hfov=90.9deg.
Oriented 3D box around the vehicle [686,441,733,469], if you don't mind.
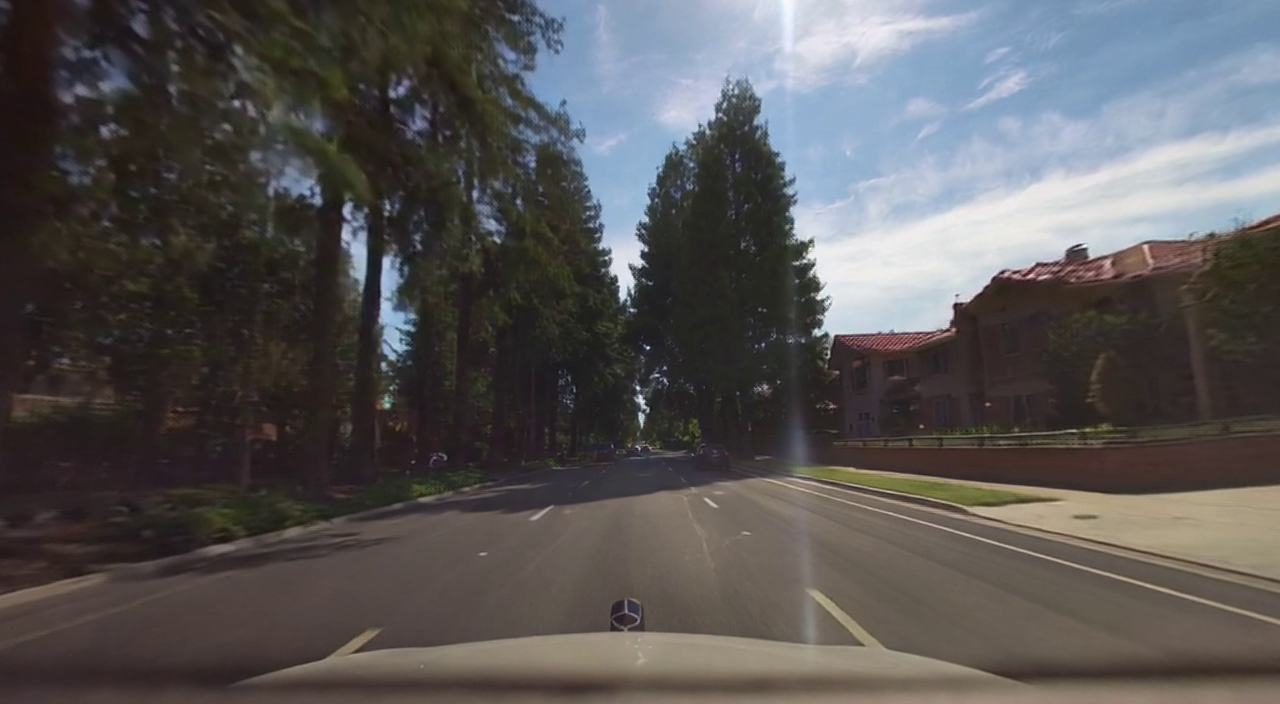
[{"bbox_3d":[4.113,6.206,38.191,2.237,1.578,4.621,0,-8,-1],"label":"vehicle"}]
